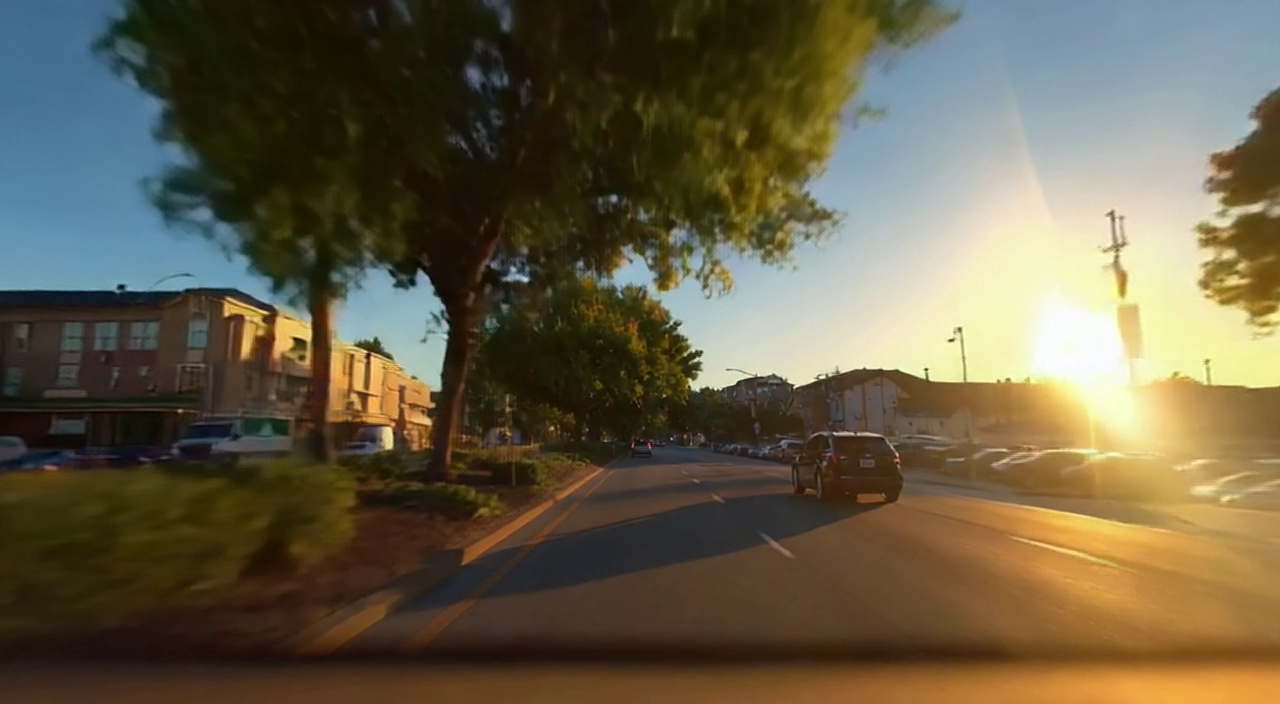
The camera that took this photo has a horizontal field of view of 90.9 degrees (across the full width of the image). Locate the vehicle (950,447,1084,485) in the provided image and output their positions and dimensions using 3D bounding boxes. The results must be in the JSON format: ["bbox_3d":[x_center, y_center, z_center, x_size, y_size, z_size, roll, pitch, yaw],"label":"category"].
[{"bbox_3d":[17.230,5.160,29.015,1.924,1.561,4.849,8,-11,-42],"label":"vehicle"}]

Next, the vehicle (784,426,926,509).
[{"bbox_3d":[4.823,2.643,14.828,2.072,1.669,3.836,0,-8,2],"label":"vehicle"}]

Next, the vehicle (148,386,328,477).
[{"bbox_3d":[-18.798,3.899,30.466,3.086,3.767,8.298,0,-8,0],"label":"vehicle"}]

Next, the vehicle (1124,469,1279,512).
[{"bbox_3d":[20.167,4.833,22.170,4.671,1.349,1.976,0,-8,-1],"label":"vehicle"}]

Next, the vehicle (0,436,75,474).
[{"bbox_3d":[-25.845,4.132,25.549,4.063,1.459,2.004,0,-8,4],"label":"vehicle"}]
